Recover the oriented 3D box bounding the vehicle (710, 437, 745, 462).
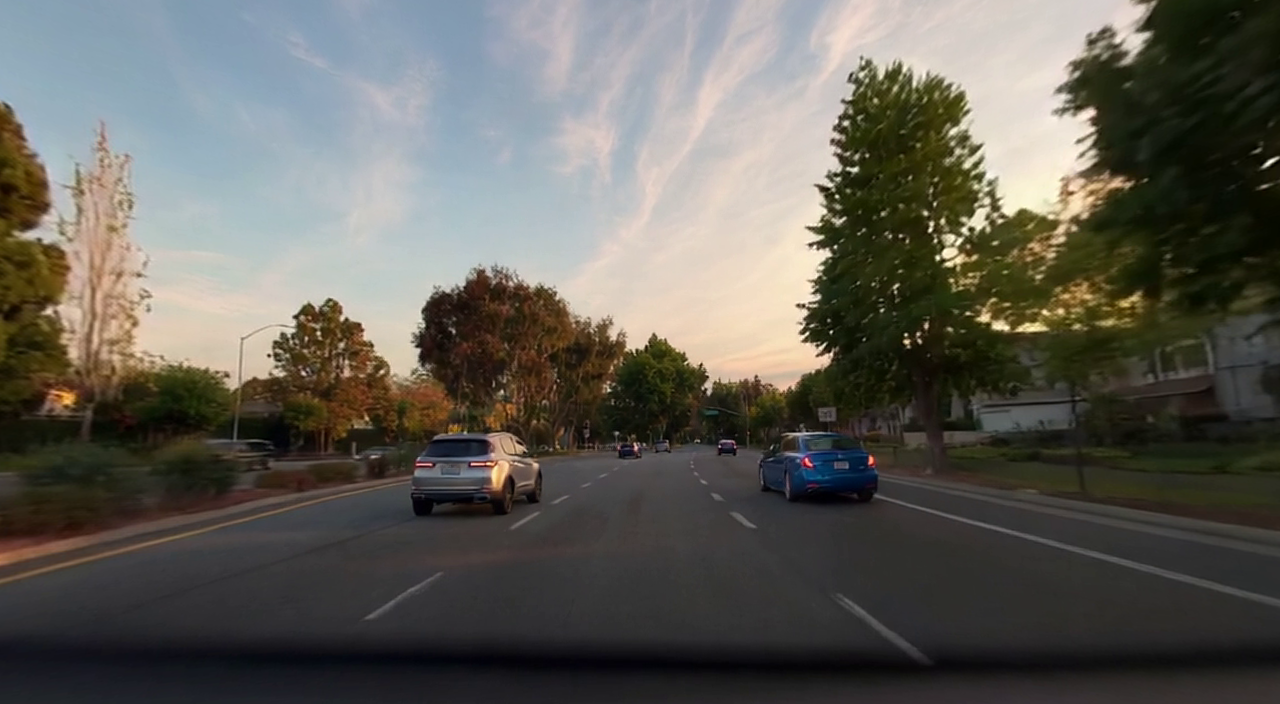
[{"bbox_3d":[6.160,6.893,44.782,2.169,1.669,4.037,-1,-8,4],"label":"vehicle"}]

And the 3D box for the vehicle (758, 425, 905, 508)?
[{"bbox_3d":[4.276,2.638,14.990,2.132,1.659,4.387,0,-8,0],"label":"vehicle"}]

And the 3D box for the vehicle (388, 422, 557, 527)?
[{"bbox_3d":[-3.036,2.338,12.653,2.045,1.688,4.632,-1,-8,1],"label":"vehicle"}]

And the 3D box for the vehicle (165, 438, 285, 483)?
[{"bbox_3d":[-17.501,4.577,26.981,1.941,1.711,4.598,-1,-8,1],"label":"vehicle"}]

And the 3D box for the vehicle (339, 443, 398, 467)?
[{"bbox_3d":[-18.184,6.910,42.593,1.821,1.463,4.363,-1,-8,4],"label":"vehicle"}]
